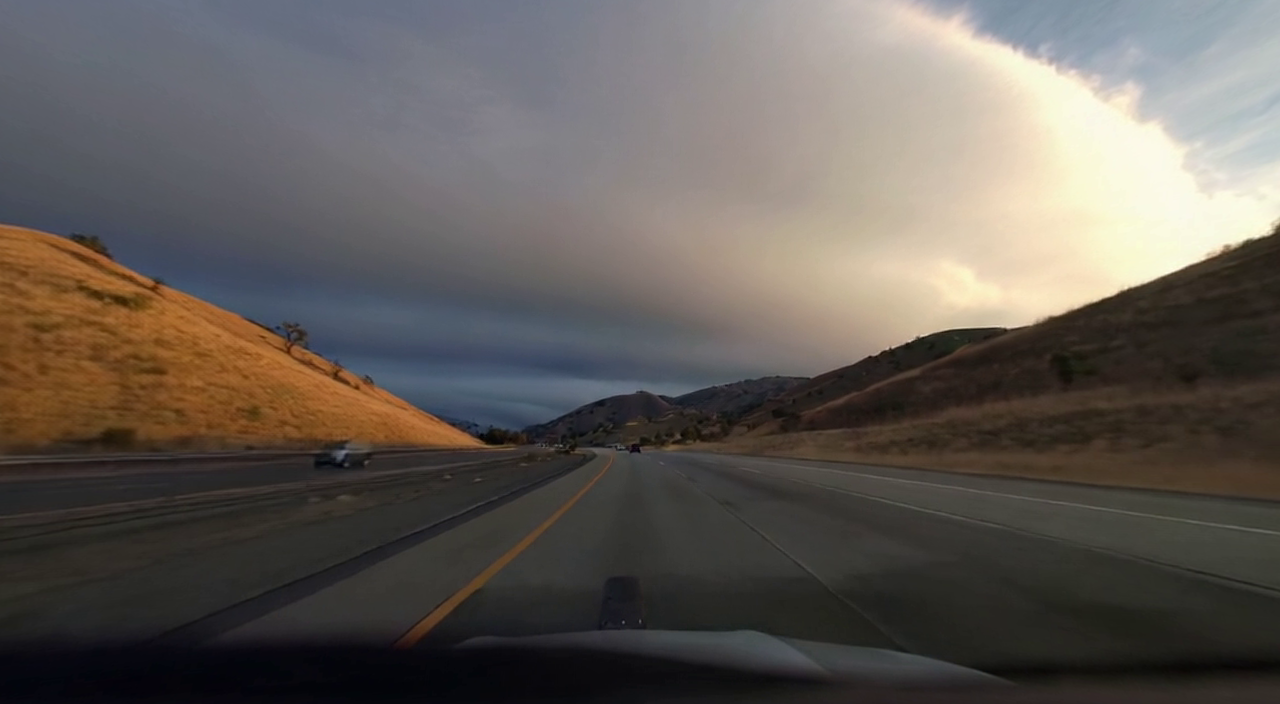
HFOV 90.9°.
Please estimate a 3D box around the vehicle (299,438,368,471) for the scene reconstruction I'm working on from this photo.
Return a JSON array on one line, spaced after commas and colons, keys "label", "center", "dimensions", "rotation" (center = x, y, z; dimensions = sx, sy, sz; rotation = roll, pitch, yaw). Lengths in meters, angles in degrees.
[{"label": "vehicle", "center": [-18.354, 6.105, 38.027], "dimensions": [1.963, 1.828, 4.594], "rotation": [-1, -8, -2]}]
